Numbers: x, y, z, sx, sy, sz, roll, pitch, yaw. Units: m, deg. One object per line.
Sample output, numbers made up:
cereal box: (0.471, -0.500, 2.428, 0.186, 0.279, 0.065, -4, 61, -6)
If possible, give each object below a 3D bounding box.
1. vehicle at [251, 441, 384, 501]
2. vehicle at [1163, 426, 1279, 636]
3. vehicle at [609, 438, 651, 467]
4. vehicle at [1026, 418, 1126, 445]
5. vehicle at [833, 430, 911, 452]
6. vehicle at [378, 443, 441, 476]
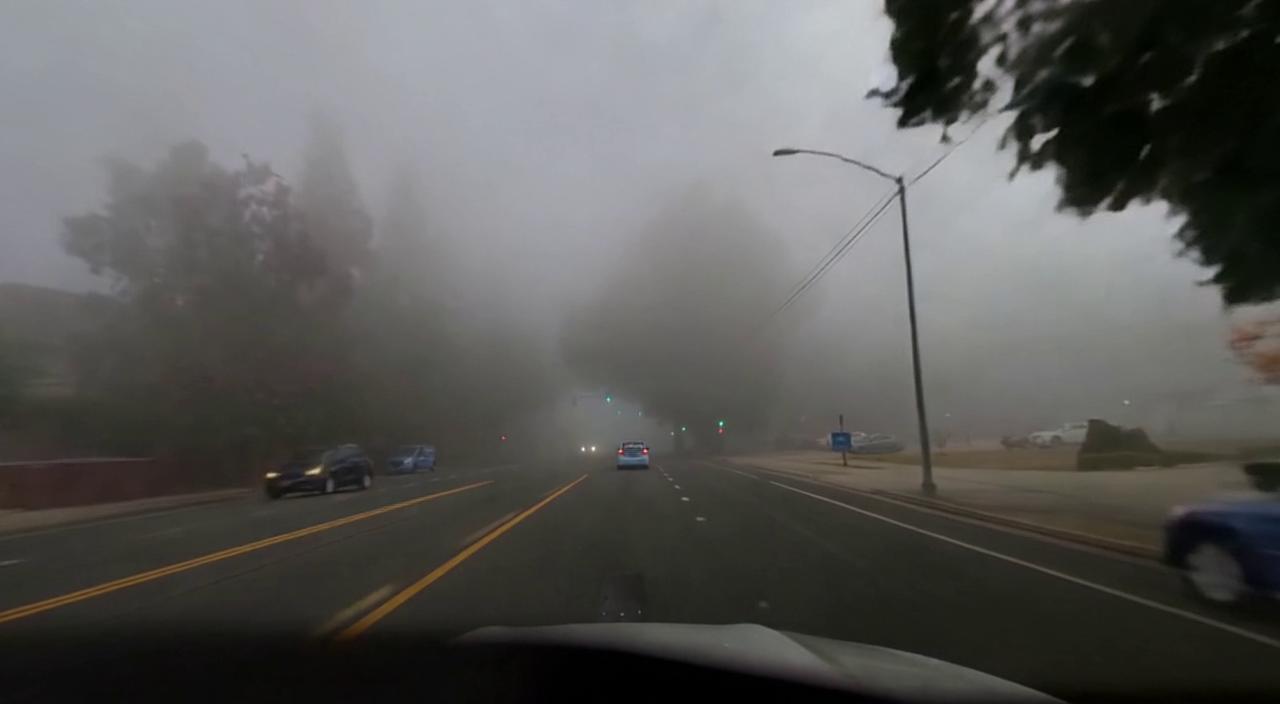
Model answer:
vehicle: (-9.871, 3.647, 19.793, 1.945, 1.629, 4.197, 0, -9, 0)
vehicle: (5.794, 1.169, 3.620, 1.926, 1.555, 4.106, 0, -9, -3)
vehicle: (-0.549, 5.320, 33.541, 2.104, 1.462, 3.991, 0, -9, -1)
vehicle: (27.343, 5.019, 39.768, 4.736, 1.646, 2.037, 0, -9, 0)
vehicle: (16.260, 6.257, 44.439, 4.658, 1.495, 1.978, 0, -9, -2)
vehicle: (-13.261, 6.205, 36.623, 1.957, 1.754, 4.393, 0, -9, 0)
